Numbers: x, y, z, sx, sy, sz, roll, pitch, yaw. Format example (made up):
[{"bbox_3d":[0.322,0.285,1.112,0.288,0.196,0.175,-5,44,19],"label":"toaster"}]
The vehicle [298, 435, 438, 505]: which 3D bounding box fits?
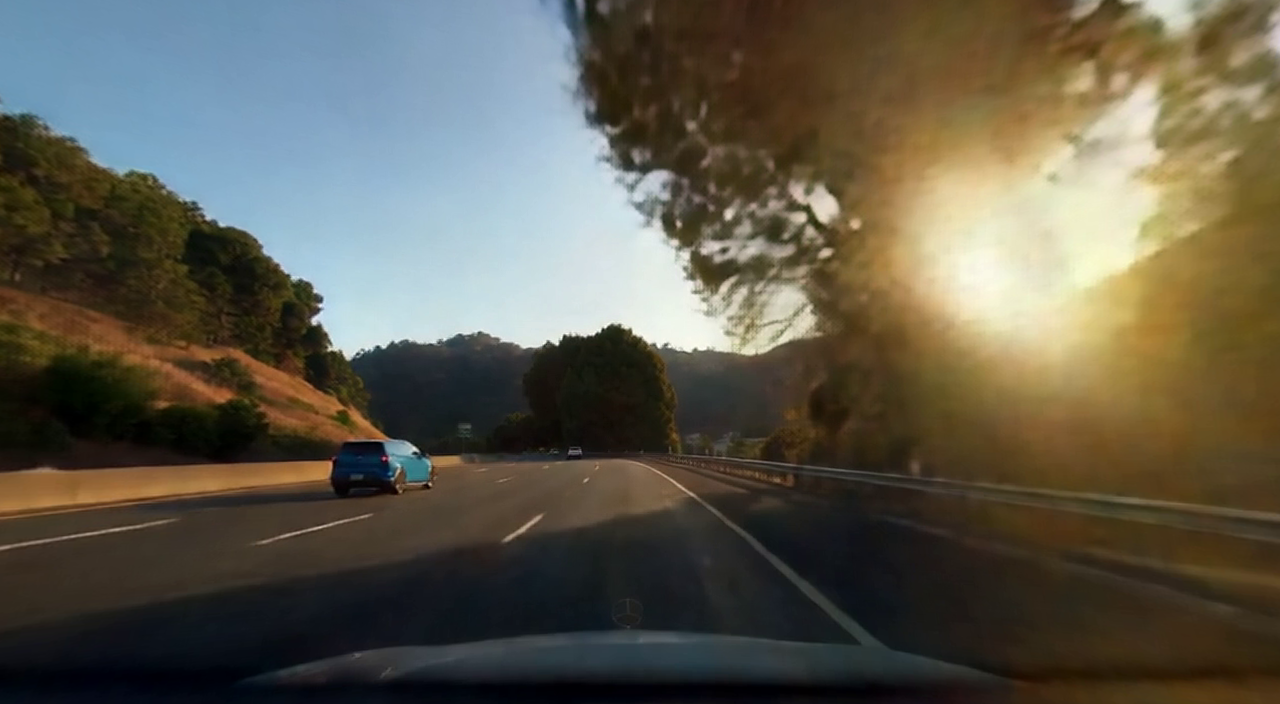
[{"bbox_3d":[-7.526,3.282,18.042,2.046,1.712,4.533,0,-9,-1],"label":"vehicle"}]
